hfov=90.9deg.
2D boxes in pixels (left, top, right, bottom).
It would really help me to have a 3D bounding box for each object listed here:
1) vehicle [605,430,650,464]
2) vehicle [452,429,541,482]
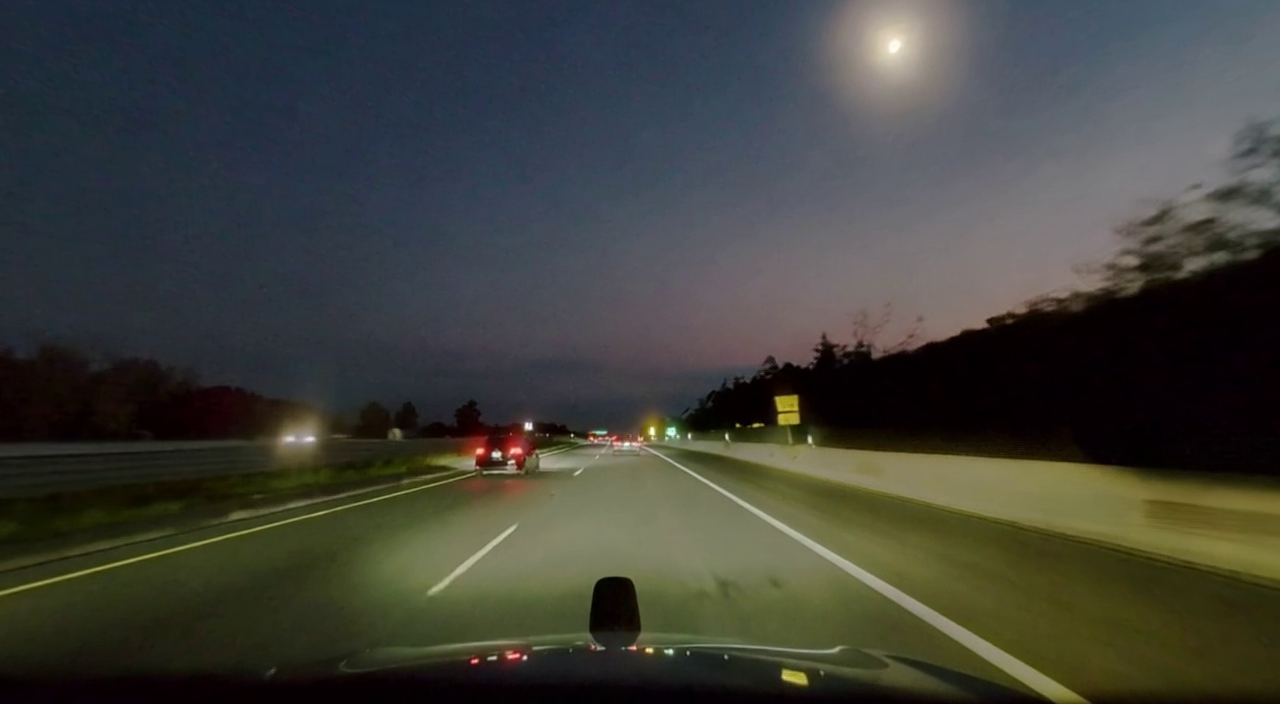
[{"bbox_3d":[-0.655,4.908,32.795,2.162,1.616,4.242,0,-8,-1],"label":"vehicle"},{"bbox_3d":[-4.545,3.316,20.584,1.975,1.518,4.242,0,-8,-1],"label":"vehicle"}]
